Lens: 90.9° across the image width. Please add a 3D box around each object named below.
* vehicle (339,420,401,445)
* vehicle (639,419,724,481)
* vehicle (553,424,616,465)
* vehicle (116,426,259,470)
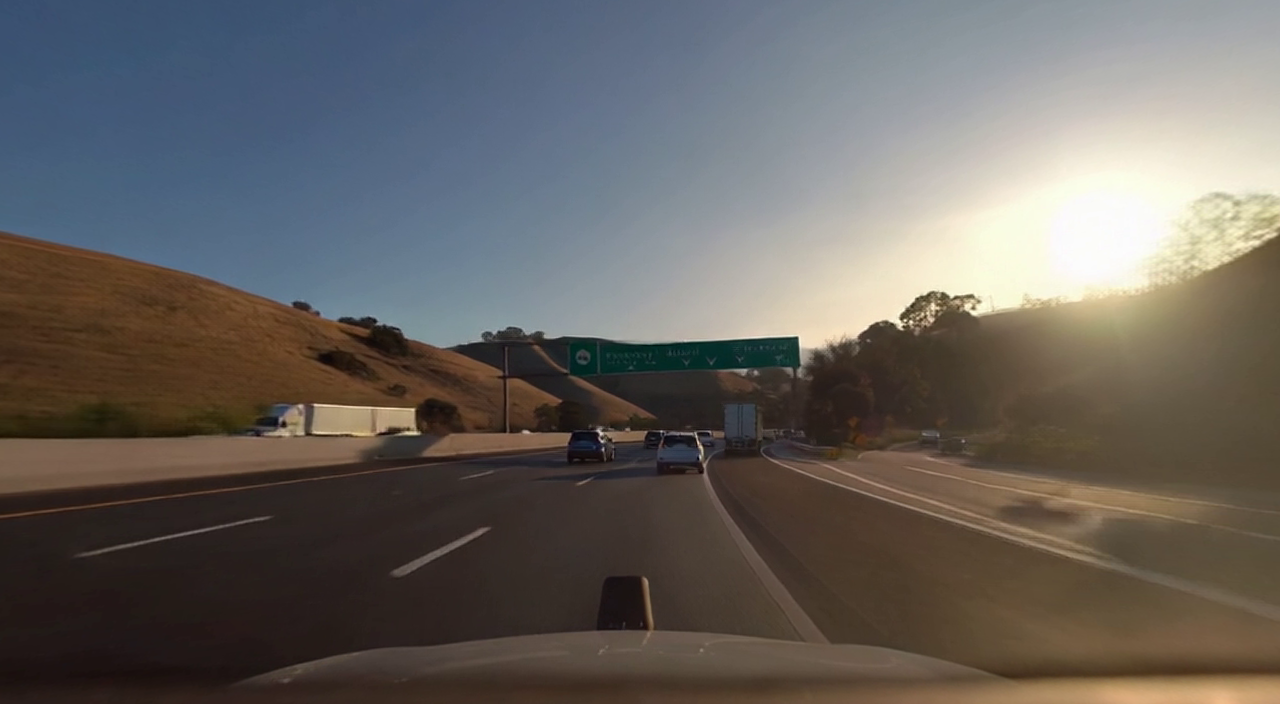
[{"bbox_3d":[-21.289,6.440,49.963,2.144,1.860,4.918,-1,-8,9],"label":"vehicle"},{"bbox_3d":[1.368,3.209,20.937,2.484,1.820,4.497,-1,-8,4],"label":"vehicle"},{"bbox_3d":[-2.456,4.252,29.091,2.077,1.712,4.406,-1,-8,6],"label":"vehicle"},{"bbox_3d":[-16.254,3.474,22.991,1.859,1.459,4.281,-1,-8,4],"label":"vehicle"}]
